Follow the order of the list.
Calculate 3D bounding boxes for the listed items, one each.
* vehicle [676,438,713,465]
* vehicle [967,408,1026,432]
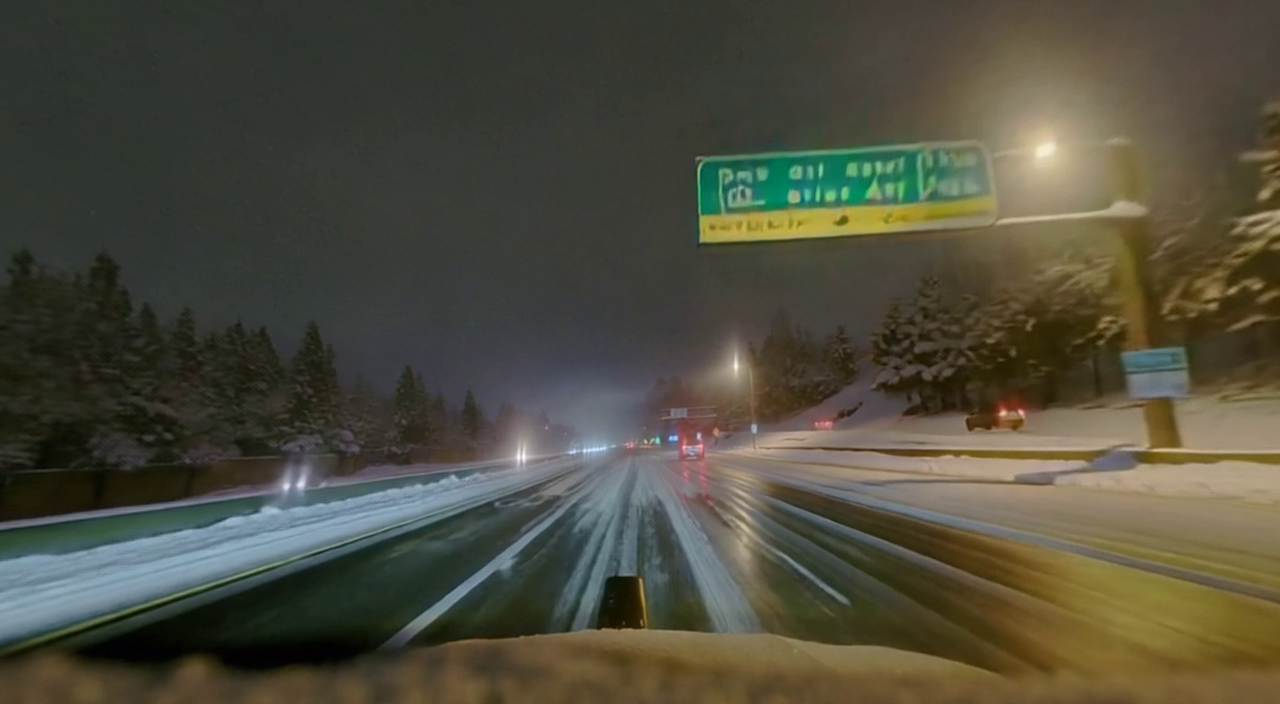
[{"bbox_3d":[3.780,6.962,44.325,2.099,1.748,4.331,0,-8,-2],"label":"vehicle"},{"bbox_3d":[26.230,5.055,46.556,1.887,1.537,3.996,0,-8,-2],"label":"vehicle"}]
